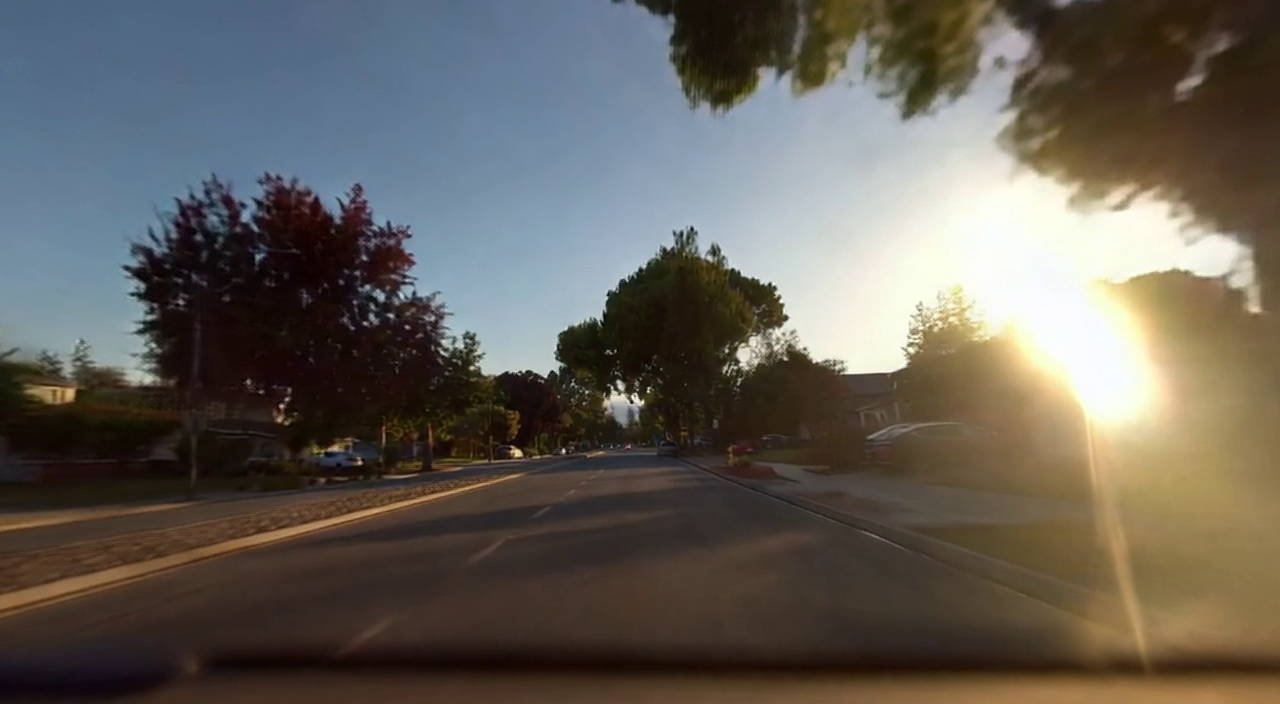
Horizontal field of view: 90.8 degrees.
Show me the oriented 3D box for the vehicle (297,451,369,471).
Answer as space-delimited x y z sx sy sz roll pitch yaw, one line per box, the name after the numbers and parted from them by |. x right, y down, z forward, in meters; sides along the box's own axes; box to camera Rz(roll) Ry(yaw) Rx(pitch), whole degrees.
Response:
-24.059 8.560 49.595 4.595 1.491 1.902 0 -9 -1 | vehicle

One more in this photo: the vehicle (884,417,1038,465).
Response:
11.727 3.285 23.348 4.545 1.680 2.001 -1 -9 4 | vehicle
